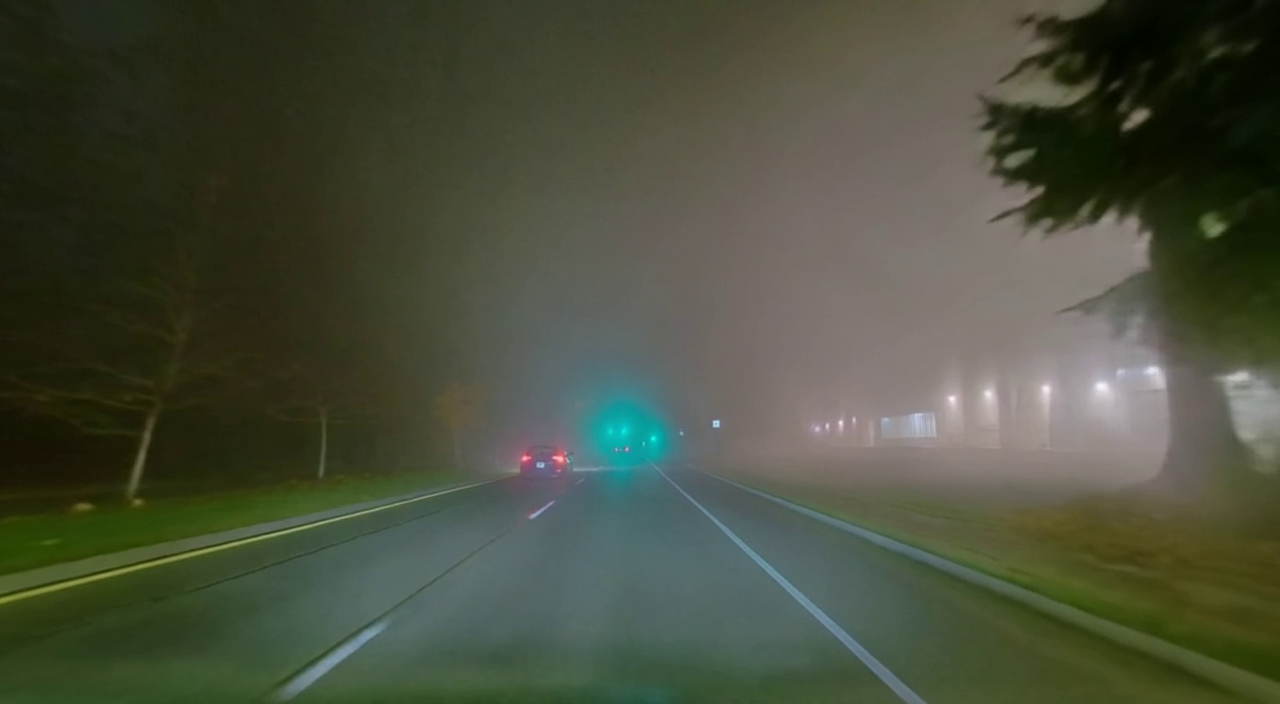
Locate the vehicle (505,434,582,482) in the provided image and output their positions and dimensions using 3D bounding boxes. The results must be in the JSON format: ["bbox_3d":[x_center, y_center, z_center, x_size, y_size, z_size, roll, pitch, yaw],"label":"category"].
[{"bbox_3d":[-3.655,4.096,24.797,2.202,1.685,4.772,0,-8,1],"label":"vehicle"}]
